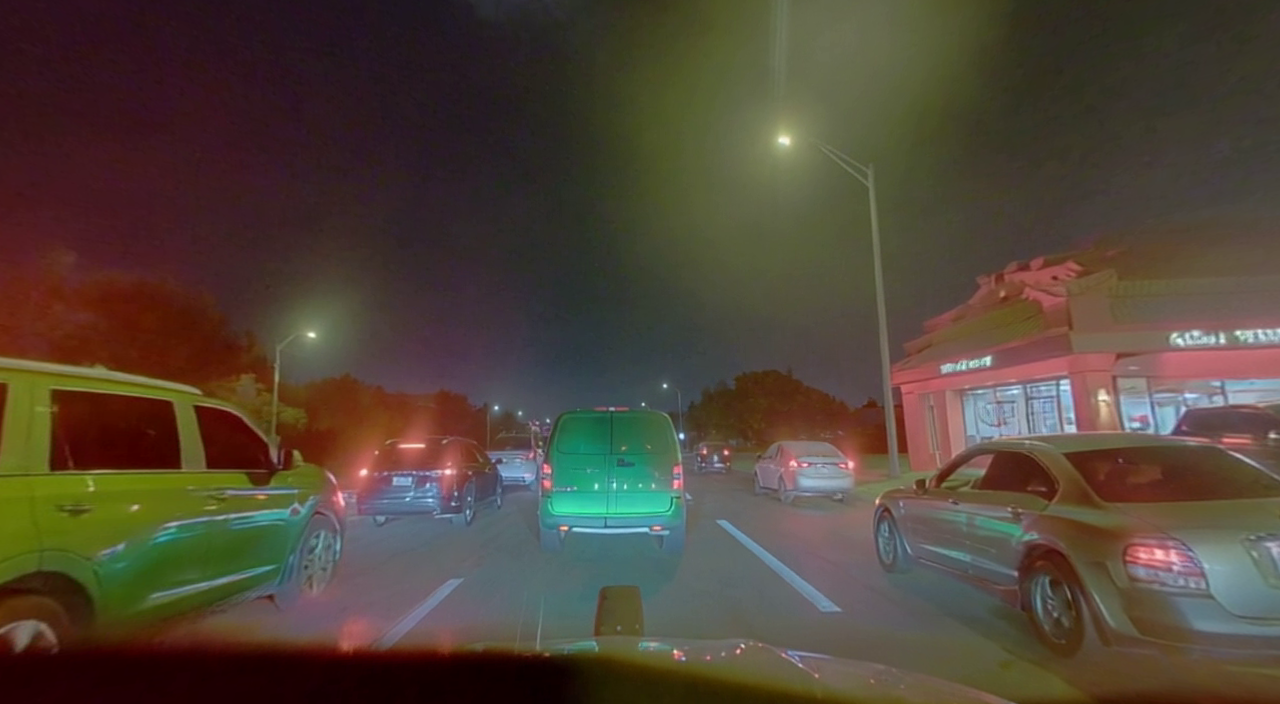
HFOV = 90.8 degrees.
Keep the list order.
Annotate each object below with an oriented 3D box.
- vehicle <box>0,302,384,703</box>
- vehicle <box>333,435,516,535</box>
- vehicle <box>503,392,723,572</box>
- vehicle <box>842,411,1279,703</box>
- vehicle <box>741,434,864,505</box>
[{"bbox_3d":[-3.598,0.942,3.782,2.231,1.853,4.461,0,-9,0],"label":"vehicle"},{"bbox_3d":[-3.570,2.265,11.408,1.849,1.451,4.218,0,-9,-1],"label":"vehicle"},{"bbox_3d":[-0.311,1.639,8.628,2.238,1.825,4.190,0,-9,-1],"label":"vehicle"},{"bbox_3d":[3.376,1.351,5.235,1.900,1.477,4.352,0,-9,-1],"label":"vehicle"},{"bbox_3d":[3.896,2.891,15.964,1.875,1.521,4.192,0,-9,-2],"label":"vehicle"}]
